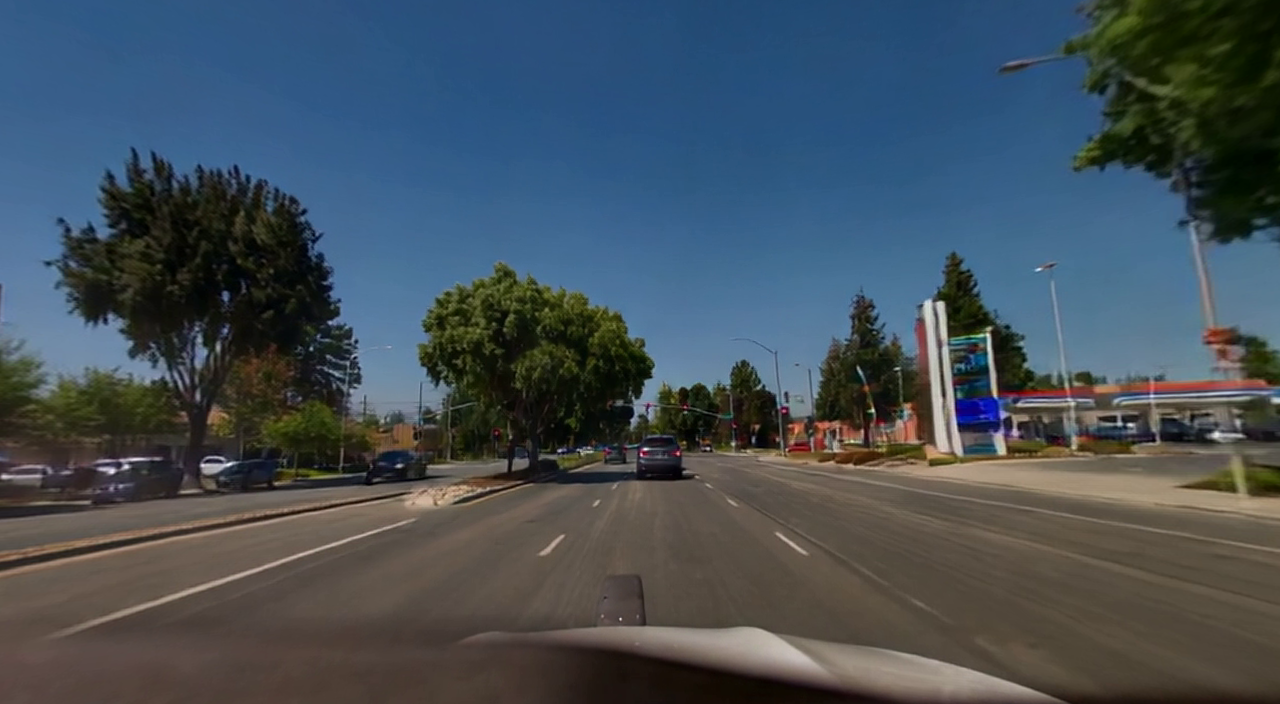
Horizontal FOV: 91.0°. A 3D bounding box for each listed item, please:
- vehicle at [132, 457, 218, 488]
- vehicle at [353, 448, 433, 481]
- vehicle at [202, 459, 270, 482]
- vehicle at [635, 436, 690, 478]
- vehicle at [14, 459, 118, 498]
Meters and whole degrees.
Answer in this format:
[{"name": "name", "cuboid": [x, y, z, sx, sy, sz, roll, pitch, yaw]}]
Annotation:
[{"name": "vehicle", "cuboid": [-27.263, 7.020, 36.906, 4.428, 1.708, 1.952, -4, -10, 23]}, {"name": "vehicle", "cuboid": [-12.004, 5.471, 30.925, 1.911, 1.489, 4.423, -1, -9, 4]}, {"name": "vehicle", "cuboid": [-27.659, 8.070, 43.058, 4.538, 1.469, 1.912, -5, -10, 29]}, {"name": "vehicle", "cuboid": [0.956, 4.596, 27.672, 2.213, 1.715, 4.242, 0, -9, 1]}, {"name": "vehicle", "cuboid": [-27.346, 5.952, 29.962, 4.662, 1.677, 2.026, -5, -10, 28]}]
